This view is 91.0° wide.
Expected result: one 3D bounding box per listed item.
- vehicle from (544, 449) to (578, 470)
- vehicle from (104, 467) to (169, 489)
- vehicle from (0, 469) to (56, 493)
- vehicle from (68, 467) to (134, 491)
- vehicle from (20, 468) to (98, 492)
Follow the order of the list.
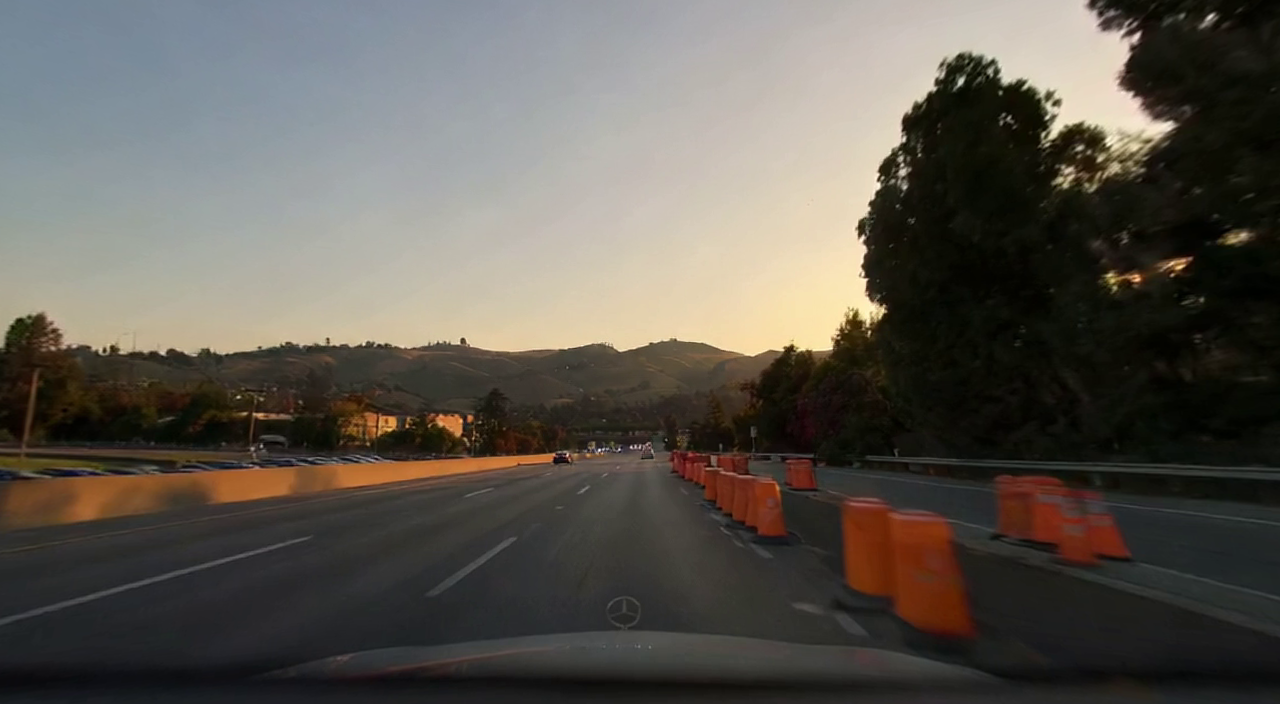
[{"bbox_3d":[-6.144,8.408,49.537,2.034,1.539,4.419,0,-9,1],"label":"vehicle"},{"bbox_3d":[-39.397,9.865,49.273,4.005,1.443,1.819,-5,-9,14],"label":"vehicle"},{"bbox_3d":[-40.982,8.460,41.381,3.676,1.466,1.819,-2,-9,12],"label":"vehicle"},{"bbox_3d":[-39.951,9.415,46.699,3.623,1.465,1.725,-5,-9,11],"label":"vehicle"},{"bbox_3d":[-40.603,8.939,44.003,4.033,1.451,1.834,-4,-9,10],"label":"vehicle"}]
